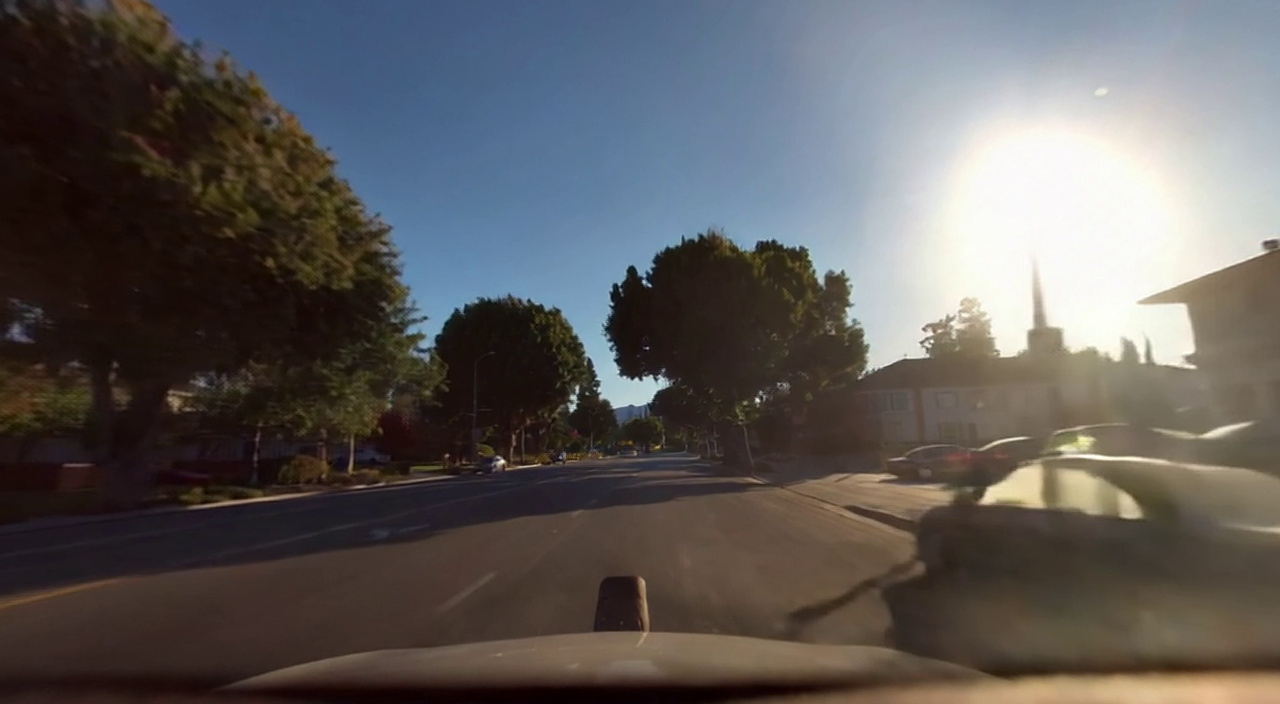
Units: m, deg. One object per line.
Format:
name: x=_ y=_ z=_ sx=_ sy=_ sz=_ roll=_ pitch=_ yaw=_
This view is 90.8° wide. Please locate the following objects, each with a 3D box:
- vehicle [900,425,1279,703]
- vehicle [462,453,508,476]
vehicle: x=3.952 y=1.364 z=4.675 sx=2.080 sy=1.503 sz=4.821 roll=0 pitch=-9 yaw=1
vehicle: x=-11.351 y=8.254 z=46.543 sx=1.859 sy=1.496 sz=4.390 roll=-5 pitch=-9 yaw=5
